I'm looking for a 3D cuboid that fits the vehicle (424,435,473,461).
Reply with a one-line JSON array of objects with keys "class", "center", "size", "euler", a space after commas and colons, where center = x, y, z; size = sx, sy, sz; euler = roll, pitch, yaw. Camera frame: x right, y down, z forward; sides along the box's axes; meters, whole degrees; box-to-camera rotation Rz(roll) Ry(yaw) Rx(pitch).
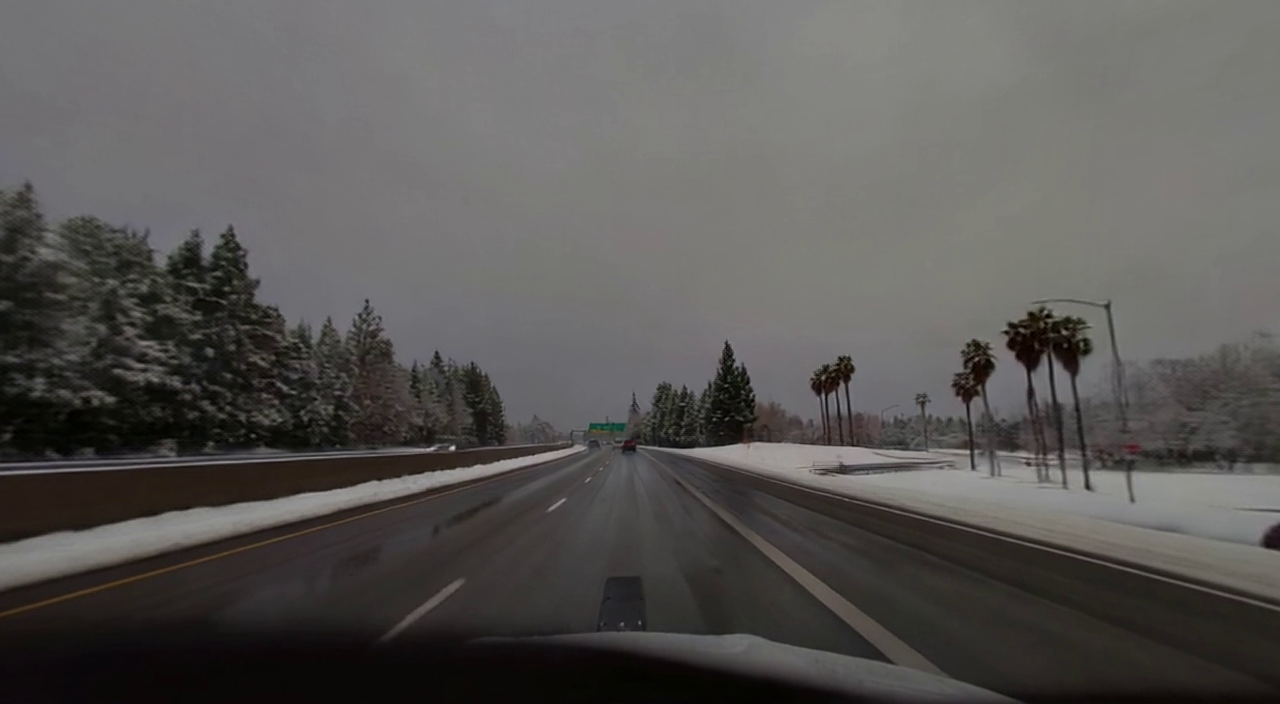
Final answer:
[{"class": "vehicle", "center": [-14.070, 7.113, 46.391], "size": [2.231, 1.820, 4.733], "euler": [0, -9, -1]}]
